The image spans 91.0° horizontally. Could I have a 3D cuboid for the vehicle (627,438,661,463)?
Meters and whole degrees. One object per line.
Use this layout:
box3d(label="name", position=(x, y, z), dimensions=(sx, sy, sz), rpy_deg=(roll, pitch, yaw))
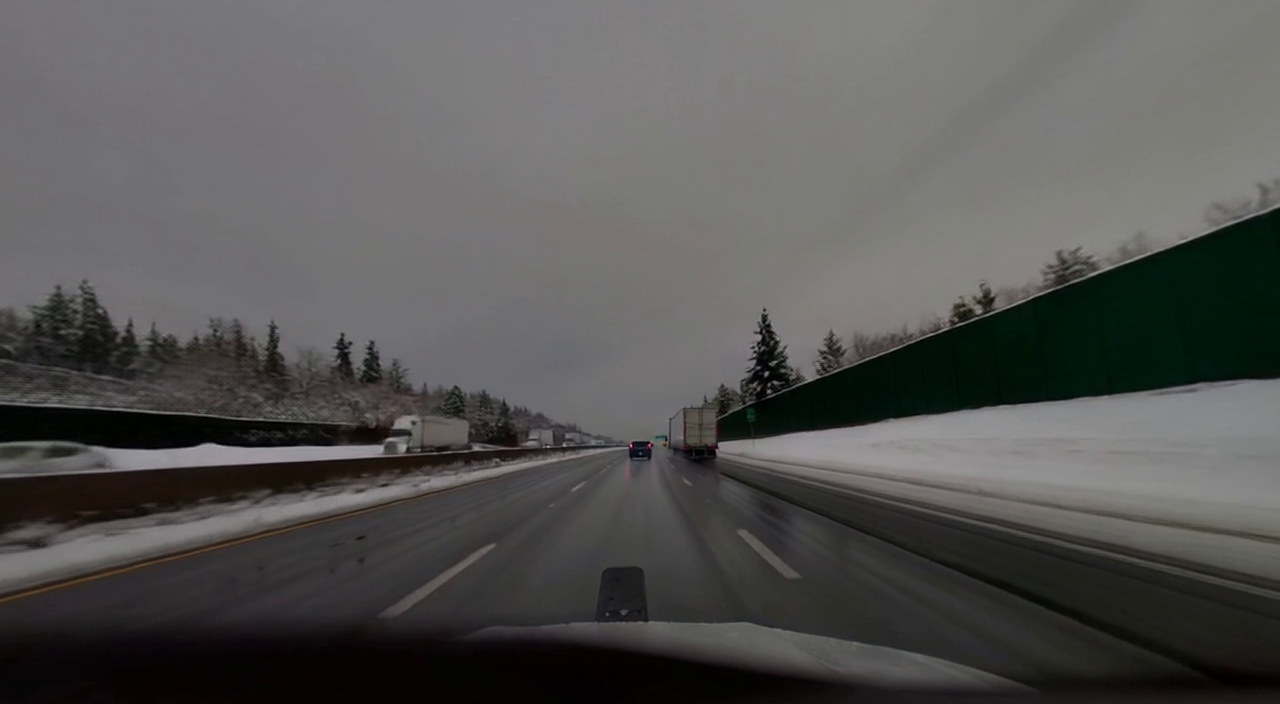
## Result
box3d(label="vehicle", position=(0.296, 7.417, 47.692), dimensions=(2.389, 1.760, 4.473), rpy_deg=(0, -8, 0))

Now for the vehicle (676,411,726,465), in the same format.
box3d(label="vehicle", position=(4.086, 5.977, 43.716), dimensions=(2.742, 3.383, 8.285), rpy_deg=(0, -8, 1))
